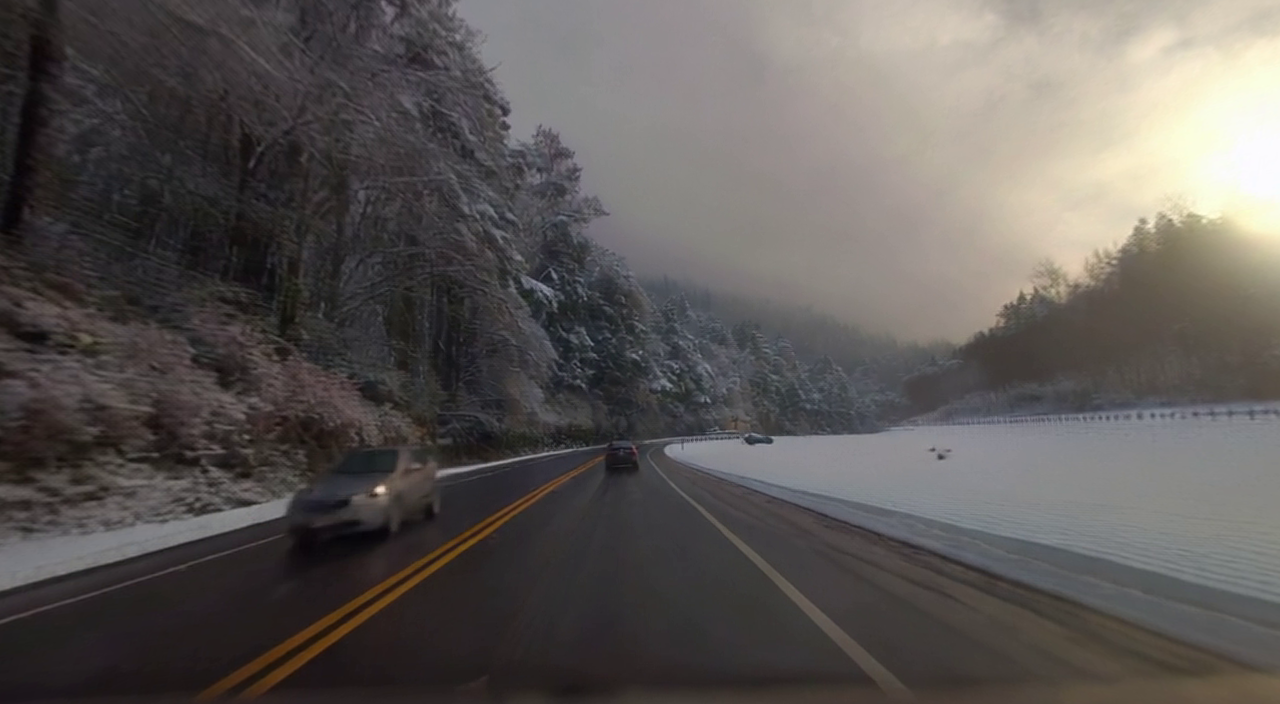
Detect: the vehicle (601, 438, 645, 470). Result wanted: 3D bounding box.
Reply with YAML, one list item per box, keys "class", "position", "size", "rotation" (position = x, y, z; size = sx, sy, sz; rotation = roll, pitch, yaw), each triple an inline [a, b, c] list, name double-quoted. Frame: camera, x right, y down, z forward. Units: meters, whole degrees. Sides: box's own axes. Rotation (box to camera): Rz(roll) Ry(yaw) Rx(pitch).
- class: "vehicle"
  position: [-0.892, 5.206, 32.457]
  size: [2.120, 1.491, 4.349]
  rotation: [-1, -9, -2]

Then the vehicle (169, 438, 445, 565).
- class: "vehicle"
  position: [-4.963, 2.249, 10.286]
  size: [2.200, 1.588, 4.150]
  rotation: [-1, -9, 1]
